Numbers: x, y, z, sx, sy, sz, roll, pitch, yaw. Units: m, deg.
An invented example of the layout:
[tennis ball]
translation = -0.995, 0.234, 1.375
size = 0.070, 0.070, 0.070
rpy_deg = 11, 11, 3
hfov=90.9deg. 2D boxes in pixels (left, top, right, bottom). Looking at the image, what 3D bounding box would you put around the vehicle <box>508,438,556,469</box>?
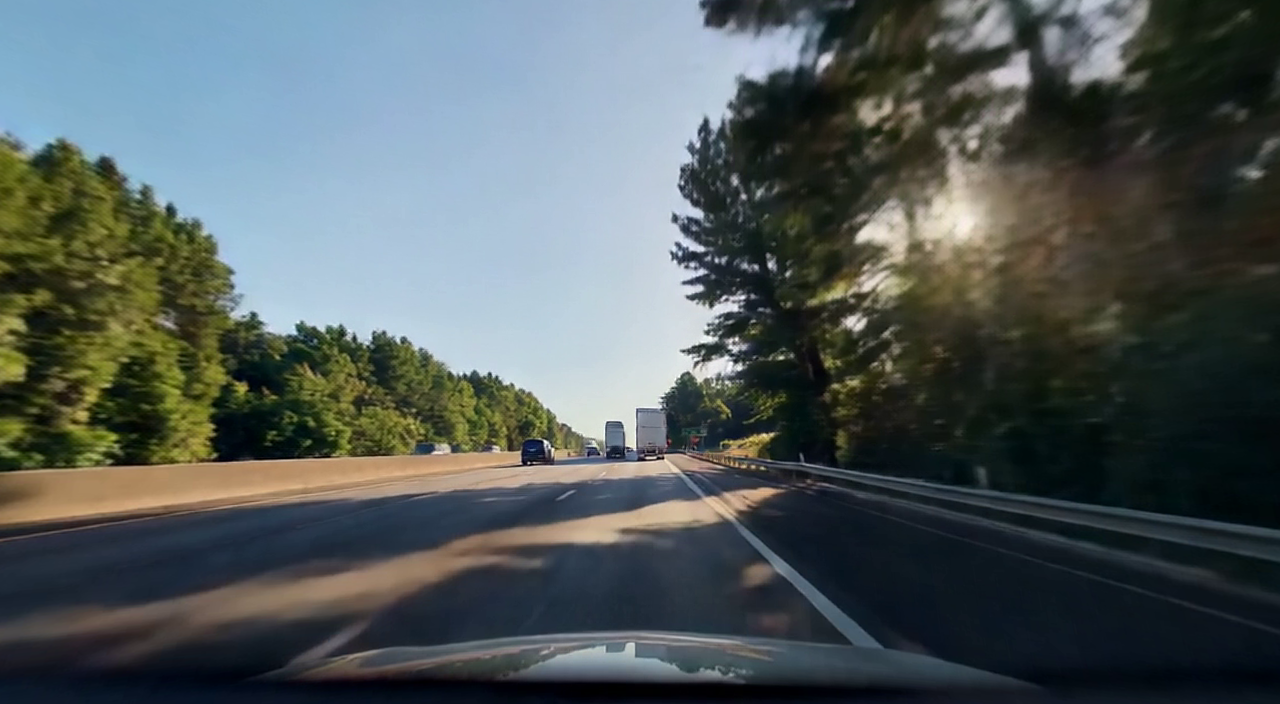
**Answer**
[vehicle]
translation = -6.877, 6.521, 40.773
size = 2.149, 1.884, 4.627
rpy_deg = 0, -8, 1
